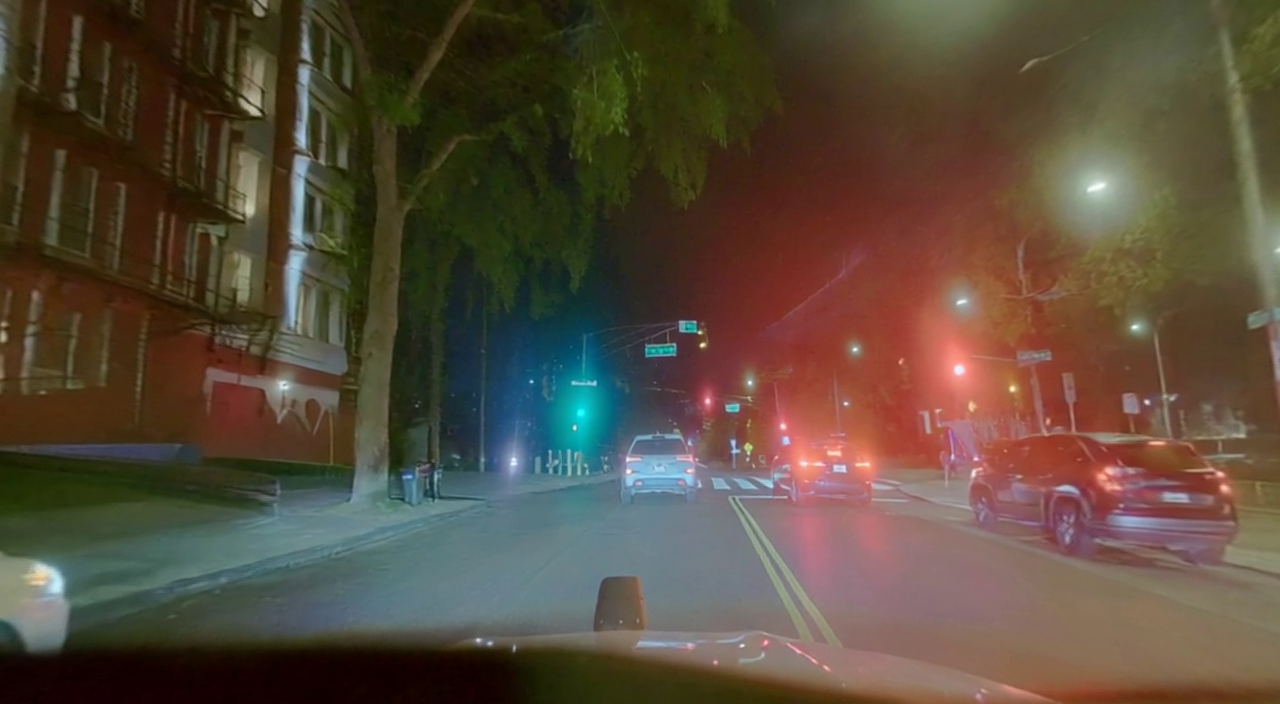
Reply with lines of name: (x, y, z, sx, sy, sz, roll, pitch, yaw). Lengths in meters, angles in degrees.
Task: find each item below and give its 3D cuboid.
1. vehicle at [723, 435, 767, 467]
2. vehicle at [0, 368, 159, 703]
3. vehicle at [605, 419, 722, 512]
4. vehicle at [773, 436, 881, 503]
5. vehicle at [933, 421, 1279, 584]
vehicle: (5.920, 5.658, 36.088, 2.111, 1.705, 4.093, -1, -8, 5)
vehicle: (-4.053, 0.769, 1.464, 2.013, 1.772, 4.439, -1, -8, 7)
vehicle: (0.774, 2.649, 15.235, 2.333, 1.832, 5.200, -1, -9, 7)
vehicle: (5.002, 3.185, 17.544, 2.111, 1.619, 4.077, -1, -8, 6)
vehicle: (6.760, 2.114, 9.974, 2.093, 1.815, 5.441, -1, -8, 5)
